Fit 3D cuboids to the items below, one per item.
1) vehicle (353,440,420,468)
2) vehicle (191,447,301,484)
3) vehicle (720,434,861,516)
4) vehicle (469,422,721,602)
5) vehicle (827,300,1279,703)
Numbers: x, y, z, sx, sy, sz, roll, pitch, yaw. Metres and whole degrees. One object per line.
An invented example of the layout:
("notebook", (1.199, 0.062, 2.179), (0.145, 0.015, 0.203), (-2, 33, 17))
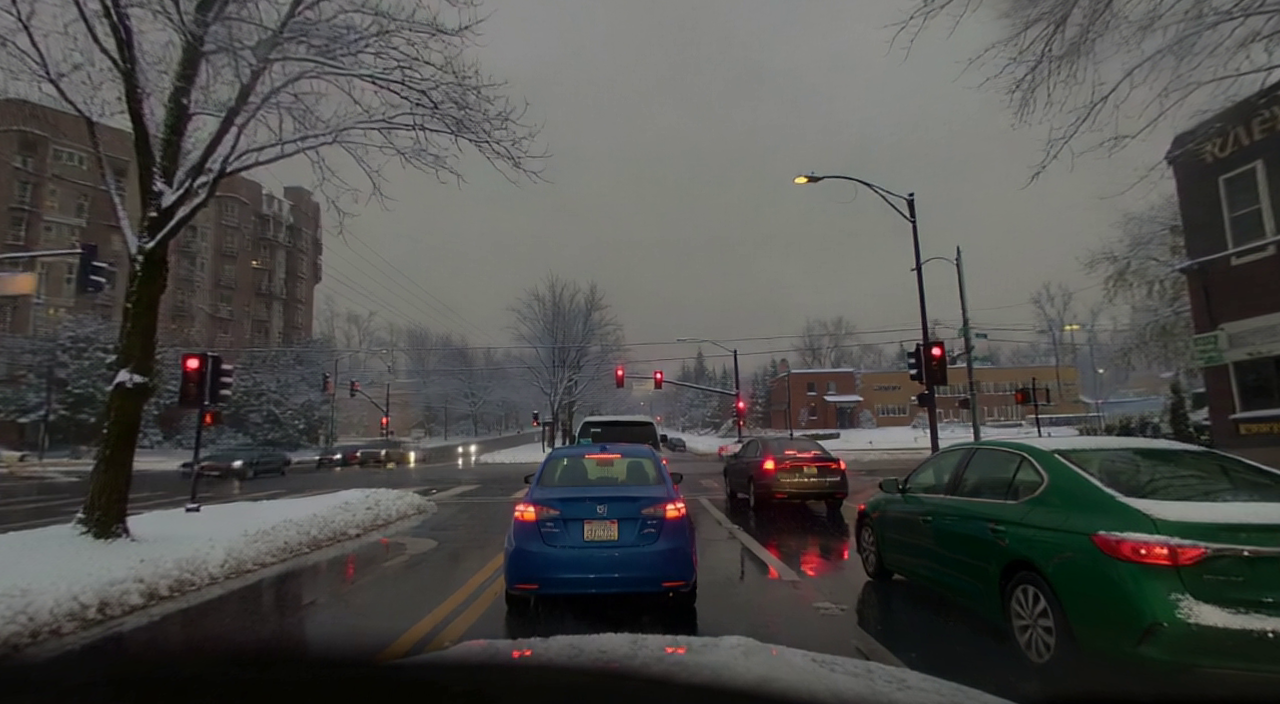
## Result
("vehicle", (-17.971, 7.255, 45.166), (2.308, 1.903, 5.813), (0, -8, 0))
("vehicle", (-18.200, 5.239, 29.526), (2.130, 1.550, 4.618), (0, -8, 1))
("vehicle", (3.161, 2.674, 14.329), (2.026, 1.549, 4.559), (0, -8, -1))
("vehicle", (-0.407, 1.653, 7.396), (2.143, 1.520, 3.848), (0, -8, -1))
("vehicle", (3.575, 1.111, 5.061), (2.572, 1.945, 5.065), (0, -8, 0))
